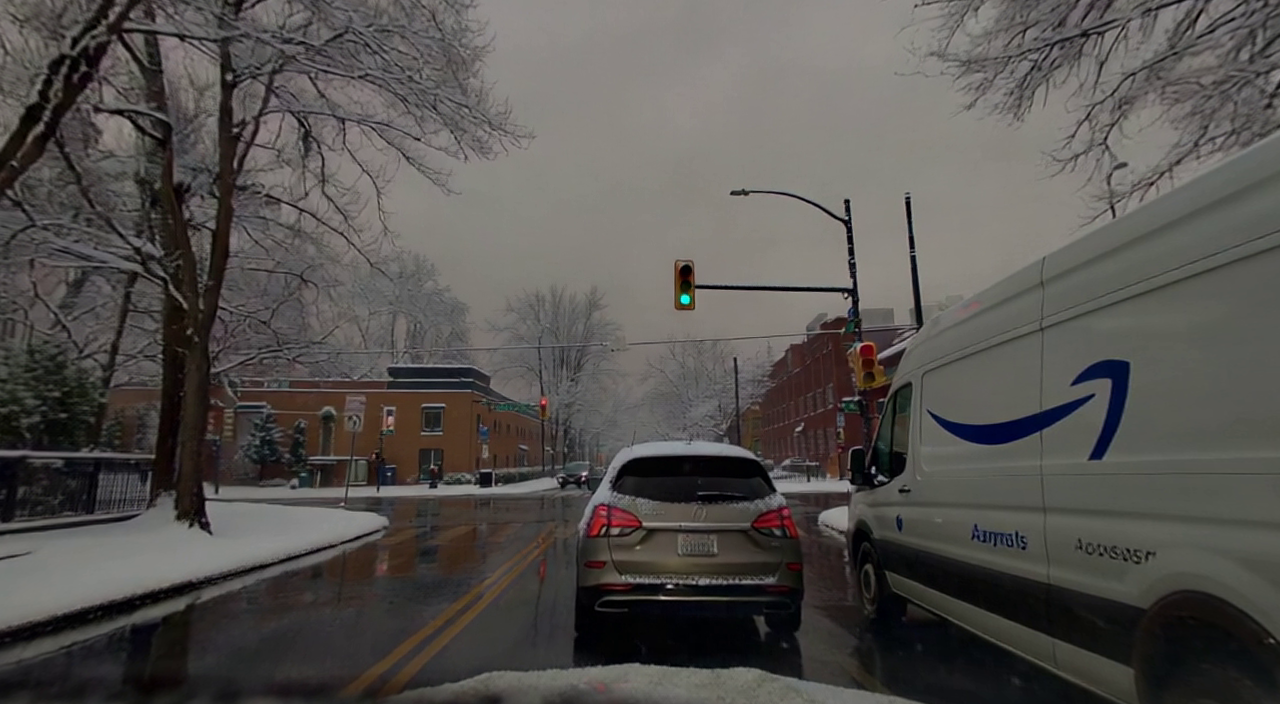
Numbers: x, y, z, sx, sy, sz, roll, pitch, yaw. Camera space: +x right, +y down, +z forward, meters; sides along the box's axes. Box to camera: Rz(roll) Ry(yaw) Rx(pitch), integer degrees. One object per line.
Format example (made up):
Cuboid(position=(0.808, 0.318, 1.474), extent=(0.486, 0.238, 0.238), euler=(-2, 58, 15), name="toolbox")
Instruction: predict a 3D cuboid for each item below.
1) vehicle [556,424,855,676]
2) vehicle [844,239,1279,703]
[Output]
Cuboid(position=(0.382, 1.647, 6.041), extent=(1.961, 1.629, 3.610), euler=(1, -10, -2), name="vehicle")
Cuboid(position=(2.852, 0.880, 2.865), extent=(2.054, 1.965, 5.248), euler=(1, -11, 0), name="vehicle")
